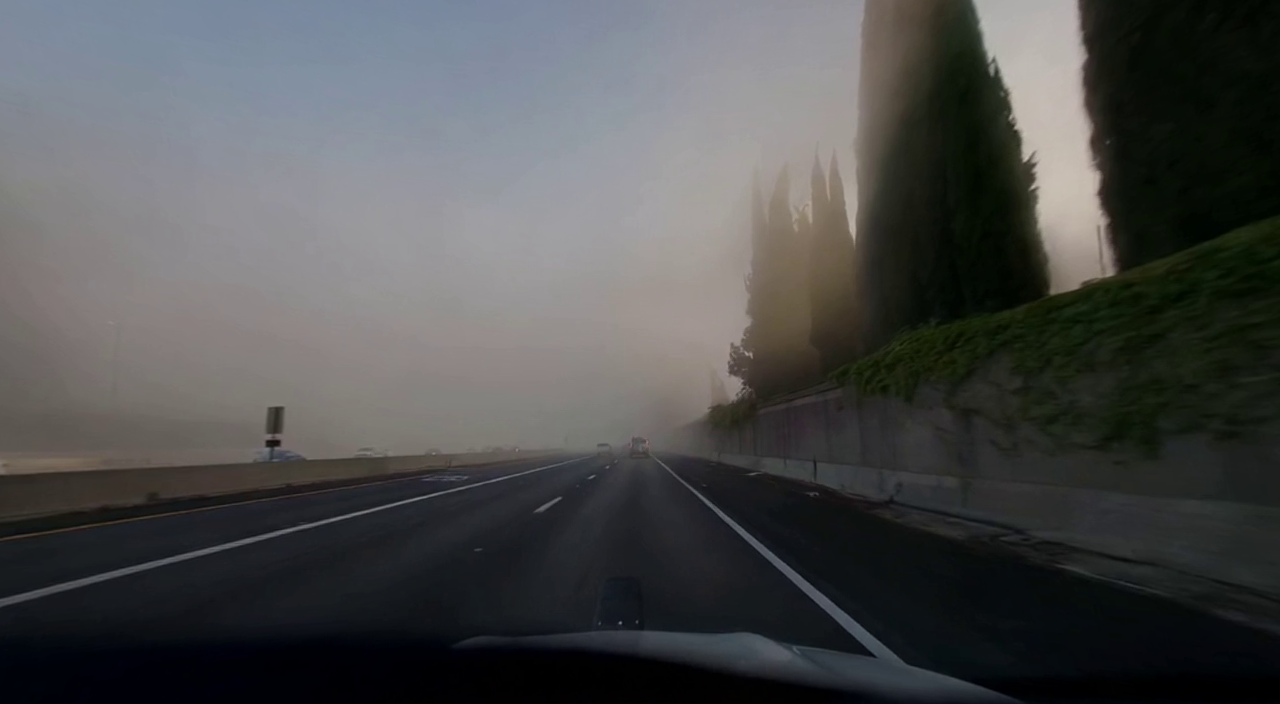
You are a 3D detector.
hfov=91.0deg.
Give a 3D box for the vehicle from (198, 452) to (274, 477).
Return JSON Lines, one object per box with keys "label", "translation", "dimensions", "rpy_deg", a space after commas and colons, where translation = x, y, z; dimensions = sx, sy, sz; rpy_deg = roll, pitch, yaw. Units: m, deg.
{"label": "vehicle", "translation": [-26.032, 7.243, 40.807], "dimensions": [1.860, 1.536, 4.560], "rpy_deg": [0, -9, 0]}
